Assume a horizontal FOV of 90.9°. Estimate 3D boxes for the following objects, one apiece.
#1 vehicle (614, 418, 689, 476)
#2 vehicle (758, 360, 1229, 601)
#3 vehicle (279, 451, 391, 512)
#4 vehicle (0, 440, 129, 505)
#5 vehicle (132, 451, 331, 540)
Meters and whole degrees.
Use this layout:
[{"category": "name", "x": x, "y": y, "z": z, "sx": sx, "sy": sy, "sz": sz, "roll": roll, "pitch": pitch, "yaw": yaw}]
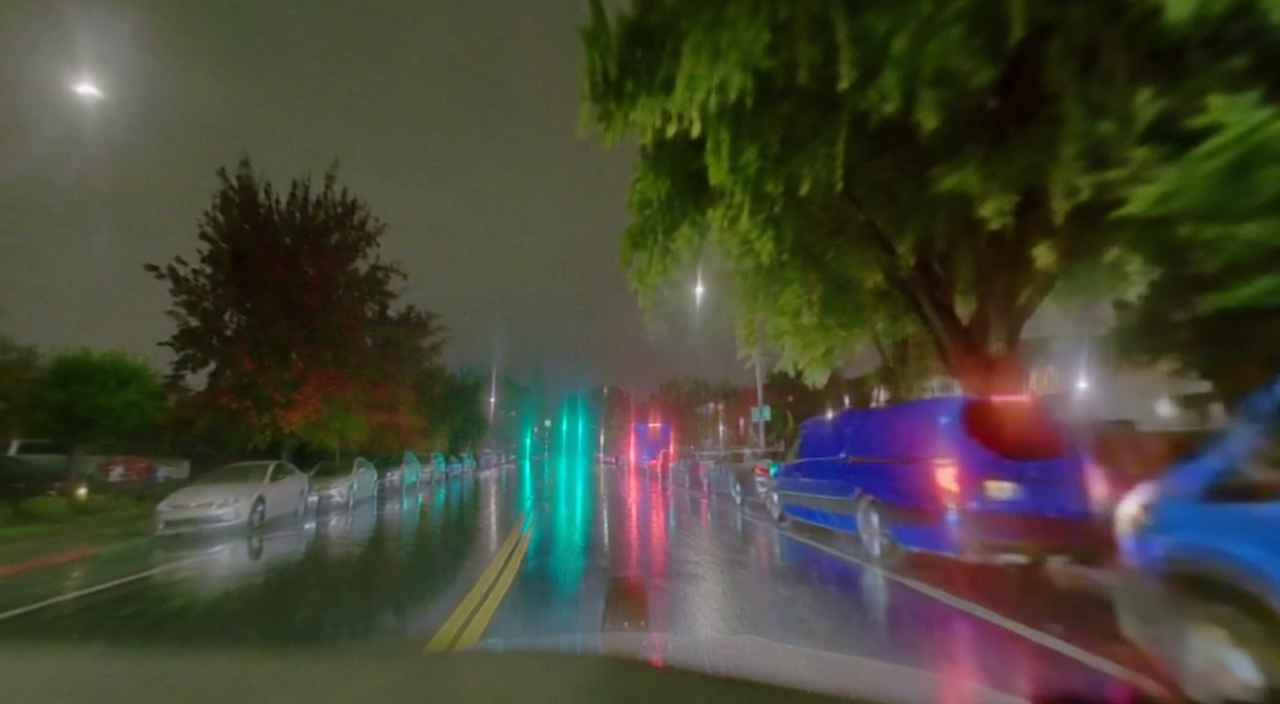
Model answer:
[{"category": "vehicle", "x": 0.458, "y": 5.316, "z": 35.411, "sx": 3.089, "sy": 2.882, "sz": 6.770, "roll": 1, "pitch": -9, "yaw": -9}, {"category": "vehicle", "x": 3.669, "y": 1.579, "z": 8.766, "sx": 2.309, "sy": 2.035, "sz": 6.647, "roll": 0, "pitch": -9, "yaw": -4}, {"category": "vehicle", "x": -8.823, "y": 3.718, "z": 18.614, "sx": 1.775, "sy": 1.433, "sz": 4.011, "roll": -1, "pitch": -8, "yaw": -8}, {"category": "vehicle", "x": -17.606, "y": 3.387, "z": 17.790, "sx": 4.422, "sy": 1.689, "sz": 2.021, "roll": 0, "pitch": -9, "yaw": -6}, {"category": "vehicle", "x": -8.331, "y": 2.891, "z": 13.412, "sx": 1.950, "sy": 1.489, "sz": 4.214, "roll": 0, "pitch": -9, "yaw": -9}]
